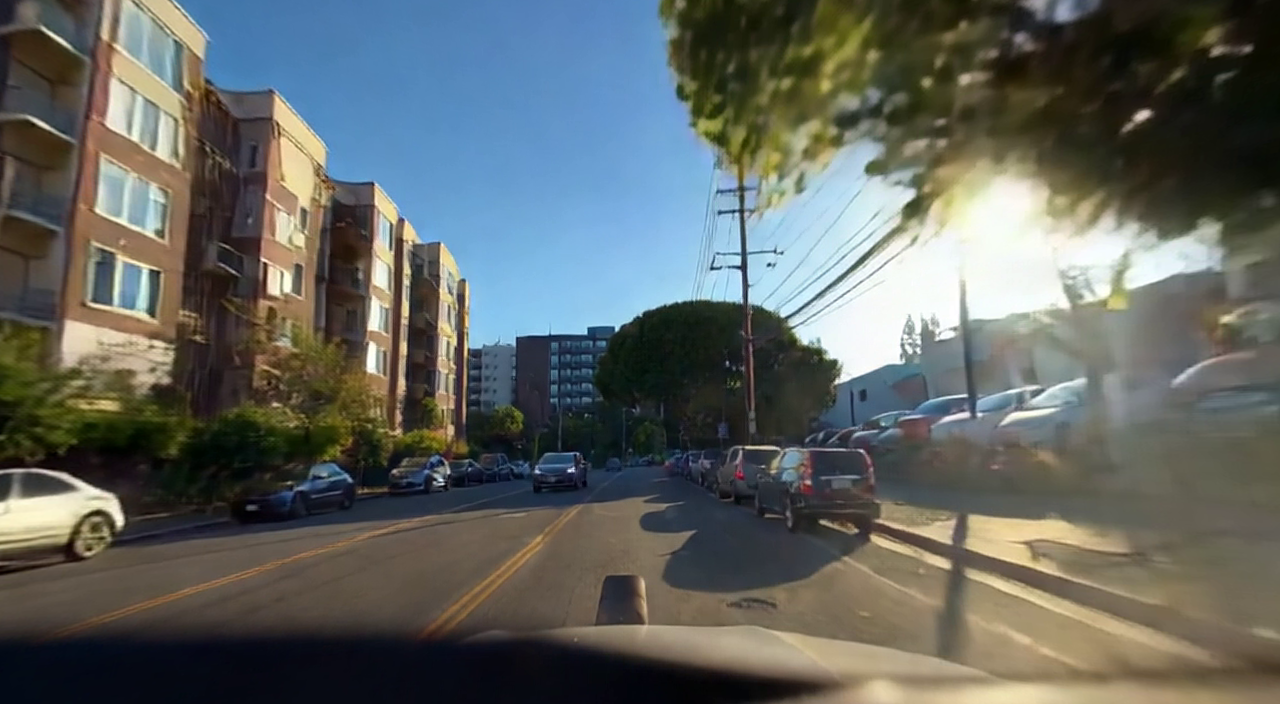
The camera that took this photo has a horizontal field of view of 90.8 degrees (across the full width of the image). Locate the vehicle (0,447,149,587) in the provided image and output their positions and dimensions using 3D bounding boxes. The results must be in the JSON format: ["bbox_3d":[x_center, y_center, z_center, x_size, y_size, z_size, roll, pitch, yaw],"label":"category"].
[{"bbox_3d":[-9.581,2.164,8.494,4.138,1.732,2.015,3,-10,-20],"label":"vehicle"}]

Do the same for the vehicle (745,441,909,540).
[{"bbox_3d":[3.509,2.673,12.857,1.936,1.641,4.434,0,-9,0],"label":"vehicle"}]

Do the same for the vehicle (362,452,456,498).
[{"bbox_3d":[-11.295,6.025,31.404,2.322,2.037,5.030,-1,-9,6],"label":"vehicle"}]

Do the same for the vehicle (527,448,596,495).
[{"bbox_3d":[-3.064,4.781,25.697,2.103,1.721,4.473,0,-9,2],"label":"vehicle"}]

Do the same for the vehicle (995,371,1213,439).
[{"bbox_3d":[11.522,1.391,15.939,3.857,1.457,1.950,-3,-7,3],"label":"vehicle"}]

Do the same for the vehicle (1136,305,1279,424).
[{"bbox_3d":[11.421,0.291,10.268,4.959,1.638,2.089,0,-9,-2],"label":"vehicle"}]
